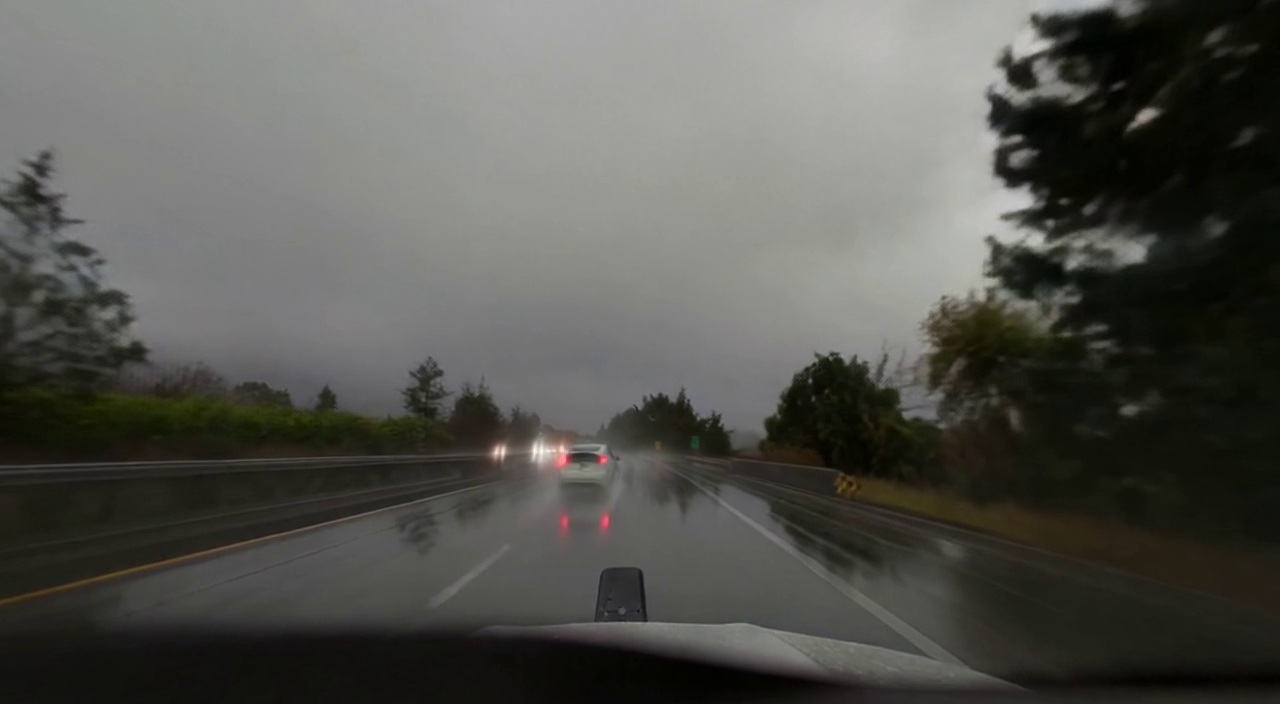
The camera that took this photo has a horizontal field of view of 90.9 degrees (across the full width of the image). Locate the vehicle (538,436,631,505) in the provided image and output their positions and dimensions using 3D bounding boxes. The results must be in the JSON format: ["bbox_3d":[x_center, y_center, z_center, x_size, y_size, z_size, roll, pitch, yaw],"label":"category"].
[{"bbox_3d":[-1.424,3.317,18.045,2.135,1.686,4.517,-1,-9,2],"label":"vehicle"}]
